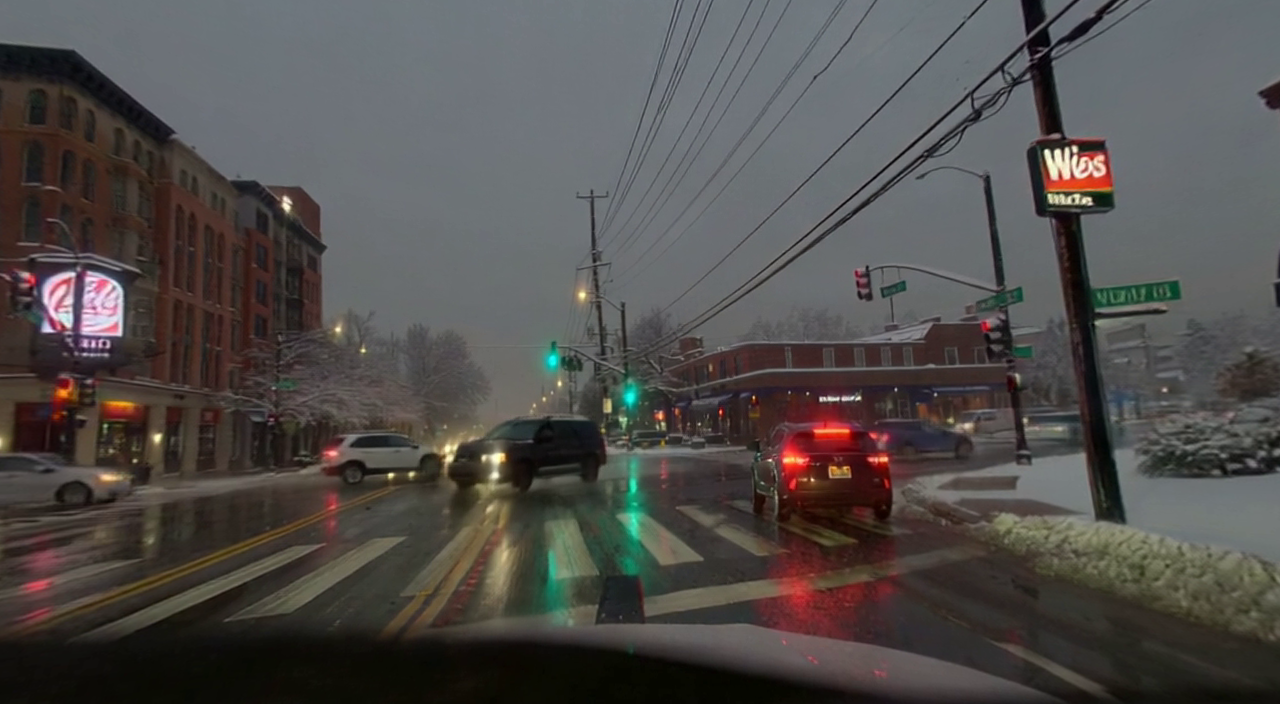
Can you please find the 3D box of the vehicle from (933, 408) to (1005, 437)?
[{"bbox_3d":[22.439,4.845,43.044,4.474,1.788,2.039,4,-10,-28],"label":"vehicle"}]

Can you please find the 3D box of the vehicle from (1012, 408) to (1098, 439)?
[{"bbox_3d":[21.439,3.736,32.615,4.433,1.453,1.804,4,-10,-30],"label":"vehicle"}]

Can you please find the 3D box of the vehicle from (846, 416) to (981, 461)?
[{"bbox_3d":[9.891,3.140,22.806,4.707,1.487,1.907,4,-10,-28],"label":"vehicle"}]

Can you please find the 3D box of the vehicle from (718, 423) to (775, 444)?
[{"bbox_3d":[7.607,5.866,45.402,1.866,1.430,3.901,5,-10,-30],"label":"vehicle"}]

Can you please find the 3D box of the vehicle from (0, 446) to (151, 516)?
[{"bbox_3d":[-14.886,3.123,15.584,4.300,1.579,2.166,6,-10,-36],"label":"vehicle"}]

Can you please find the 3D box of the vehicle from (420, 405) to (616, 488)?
[{"bbox_3d":[-3.234,2.722,18.260,2.374,1.985,5.588,-5,-10,31],"label":"vehicle"}]

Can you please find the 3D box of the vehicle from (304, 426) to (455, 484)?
[{"bbox_3d":[-8.786,3.503,21.695,2.105,1.761,4.292,-5,-10,31],"label":"vehicle"}]
